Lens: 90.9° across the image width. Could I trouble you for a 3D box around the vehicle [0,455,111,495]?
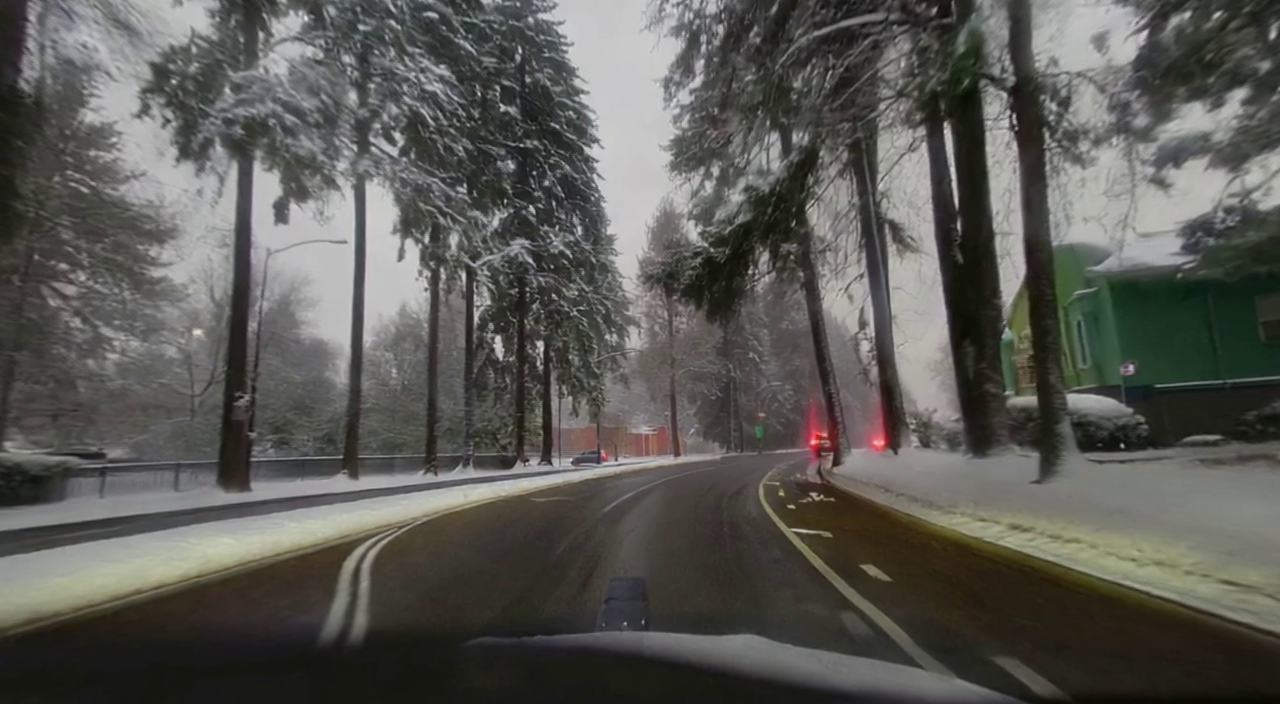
[{"bbox_3d":[-38.414,8.028,41.228,6.662,2.398,2.719,-5,-11,22],"label":"vehicle"}]
